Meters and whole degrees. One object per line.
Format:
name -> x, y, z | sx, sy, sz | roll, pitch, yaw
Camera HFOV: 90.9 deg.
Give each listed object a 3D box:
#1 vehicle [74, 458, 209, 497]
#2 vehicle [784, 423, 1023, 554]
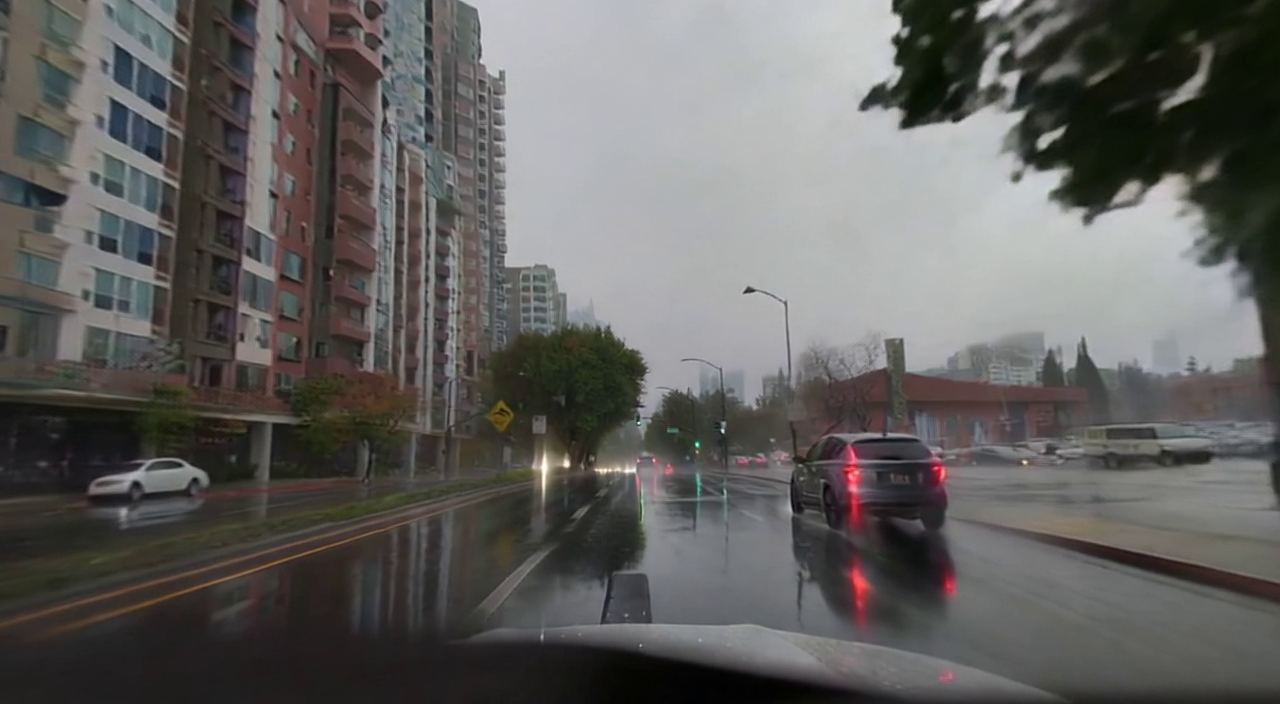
vehicle -> -21.361, 5.359, 27.320 | 1.864, 1.468, 4.770 | 0, -9, 1
vehicle -> 3.694, 1.974, 9.766 | 1.949, 1.583, 3.996 | 0, -9, 0
